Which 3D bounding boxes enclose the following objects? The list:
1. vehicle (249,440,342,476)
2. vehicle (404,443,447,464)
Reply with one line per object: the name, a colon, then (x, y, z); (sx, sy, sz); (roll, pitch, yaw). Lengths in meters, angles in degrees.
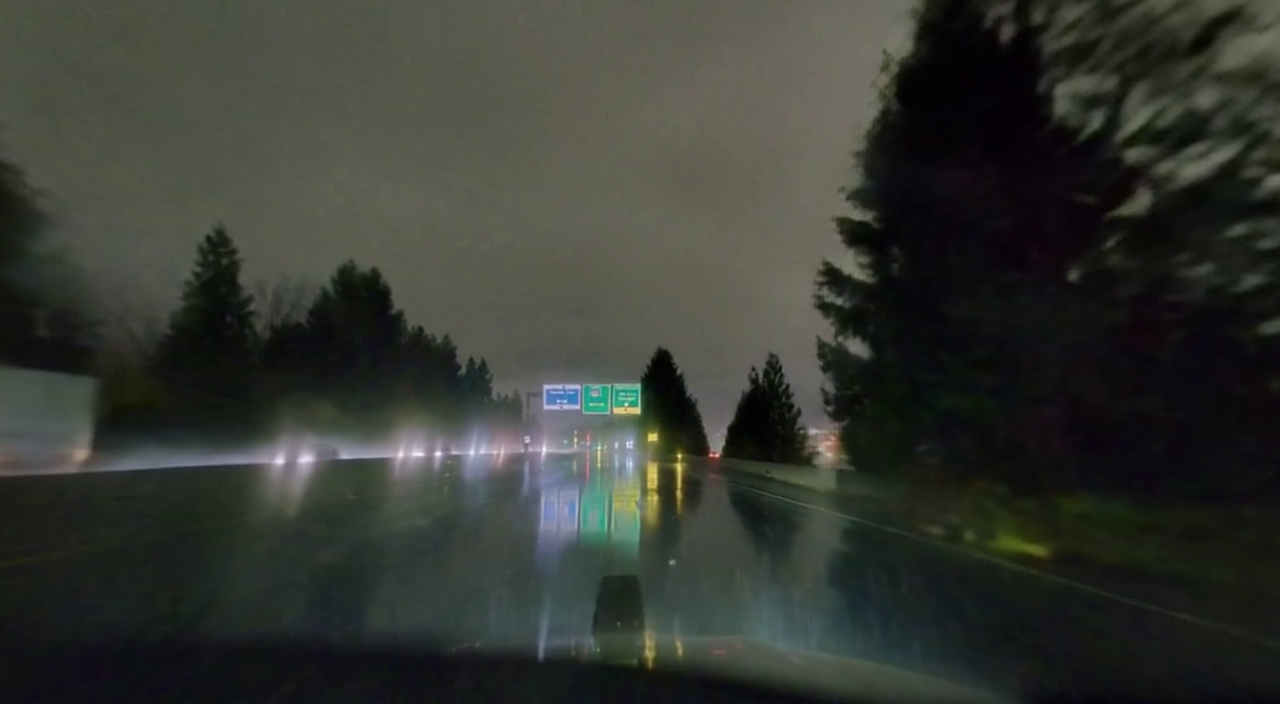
vehicle: (-15.383, 4.754, 28.276); (1.853, 1.463, 4.476); (0, -9, -3)
vehicle: (-16.545, 7.852, 48.524); (1.916, 1.524, 4.522); (0, -9, -3)
